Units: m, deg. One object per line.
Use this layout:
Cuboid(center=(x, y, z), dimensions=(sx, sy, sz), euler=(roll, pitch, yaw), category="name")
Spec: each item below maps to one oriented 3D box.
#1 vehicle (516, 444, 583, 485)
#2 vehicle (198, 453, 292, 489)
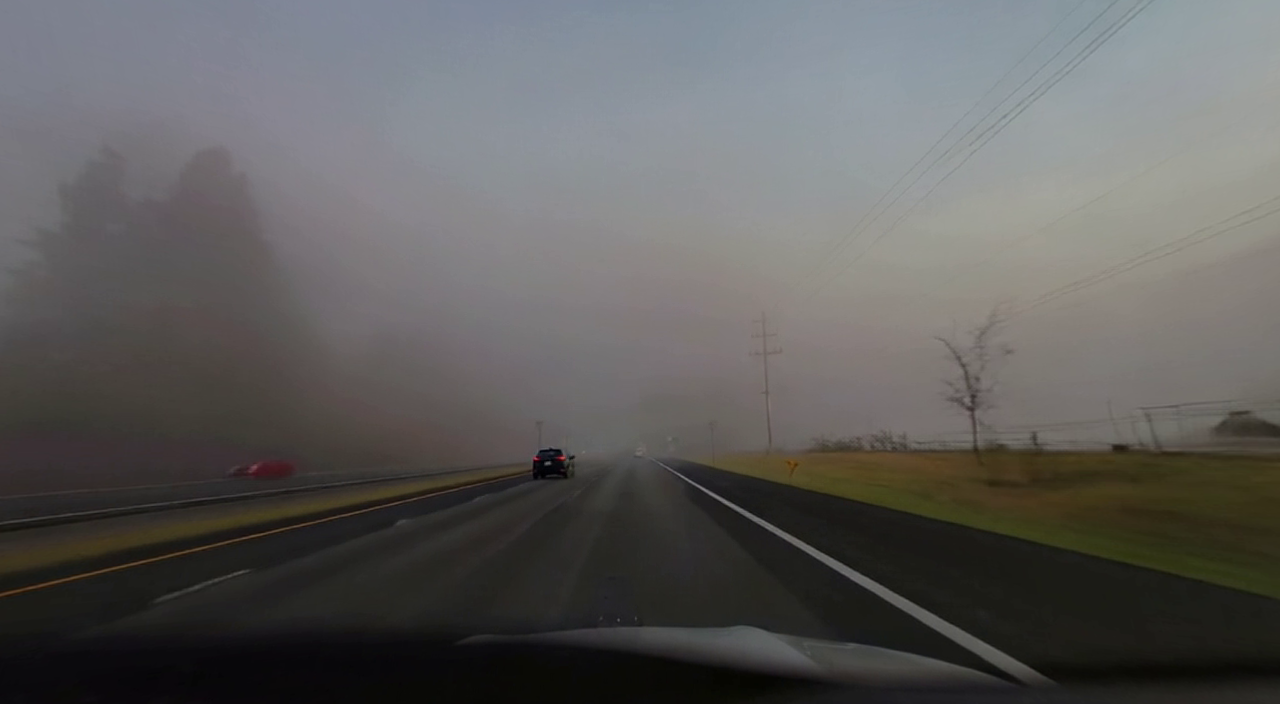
Cuboid(center=(-3.652, 4.641, 26.084), dimensions=(2.123, 1.545, 4.404), euler=(0, -9, 0), category="vehicle")
Cuboid(center=(-17.703, 5.325, 28.309), dimensions=(1.728, 1.462, 3.810), euler=(0, -9, 0), category="vehicle")
